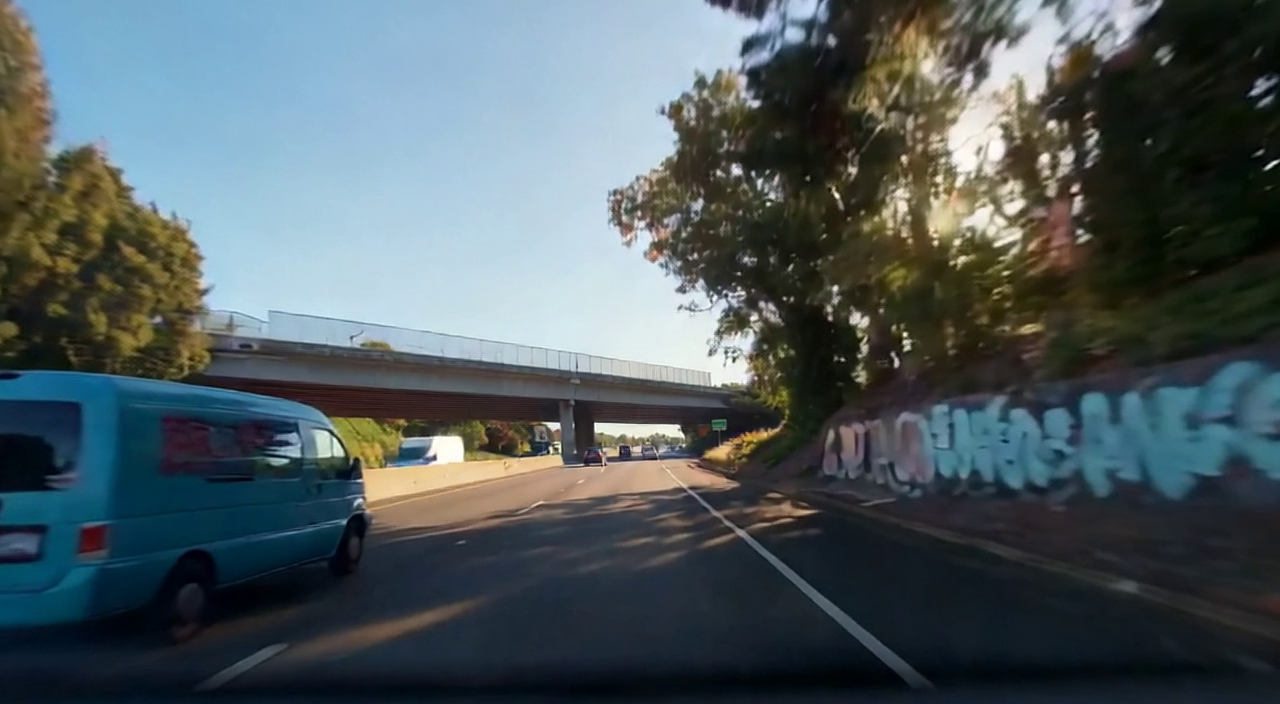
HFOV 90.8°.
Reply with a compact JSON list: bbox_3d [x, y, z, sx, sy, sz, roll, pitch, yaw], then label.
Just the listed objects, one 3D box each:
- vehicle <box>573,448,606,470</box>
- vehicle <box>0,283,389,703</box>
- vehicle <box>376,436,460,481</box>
[{"bbox_3d":[-3.518,7.561,44.797,1.994,1.471,3.962,0,-9,0],"label":"vehicle"},{"bbox_3d":[-3.890,0.961,4.205,2.310,2.030,5.094,0,-9,0],"label":"vehicle"},{"bbox_3d":[-12.471,6.019,36.005,2.473,2.305,6.168,0,-9,1],"label":"vehicle"}]
